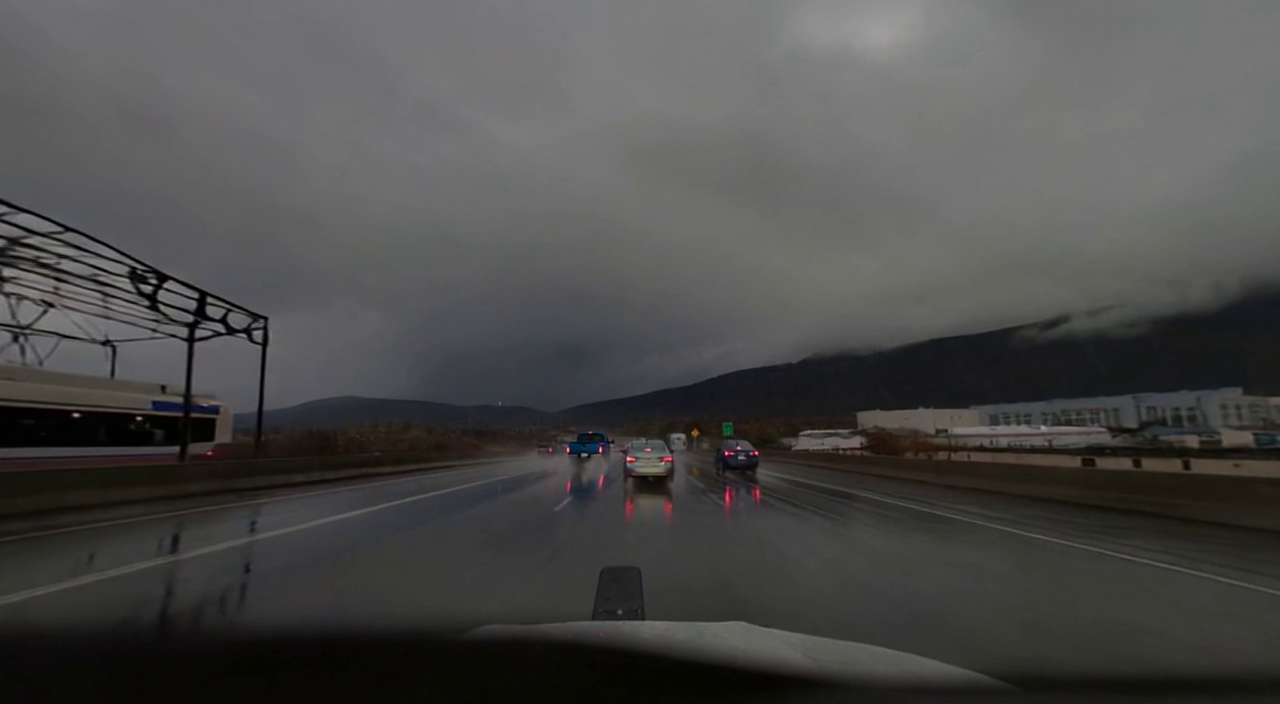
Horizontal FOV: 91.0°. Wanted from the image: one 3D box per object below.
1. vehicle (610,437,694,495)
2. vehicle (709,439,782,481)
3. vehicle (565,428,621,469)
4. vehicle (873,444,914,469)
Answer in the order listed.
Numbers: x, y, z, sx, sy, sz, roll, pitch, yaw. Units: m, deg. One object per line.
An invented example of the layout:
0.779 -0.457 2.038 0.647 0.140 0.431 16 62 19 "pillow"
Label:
0.303 3.261 18.417 2.171 1.493 4.081 0 -8 0 "vehicle"
4.053 4.238 25.067 2.023 1.510 4.773 0 -8 0 "vehicle"
-2.663 5.790 37.893 2.733 2.230 6.820 0 -8 1 "vehicle"
16.417 6.766 40.935 1.778 1.564 3.906 -1 -9 12 "vehicle"
